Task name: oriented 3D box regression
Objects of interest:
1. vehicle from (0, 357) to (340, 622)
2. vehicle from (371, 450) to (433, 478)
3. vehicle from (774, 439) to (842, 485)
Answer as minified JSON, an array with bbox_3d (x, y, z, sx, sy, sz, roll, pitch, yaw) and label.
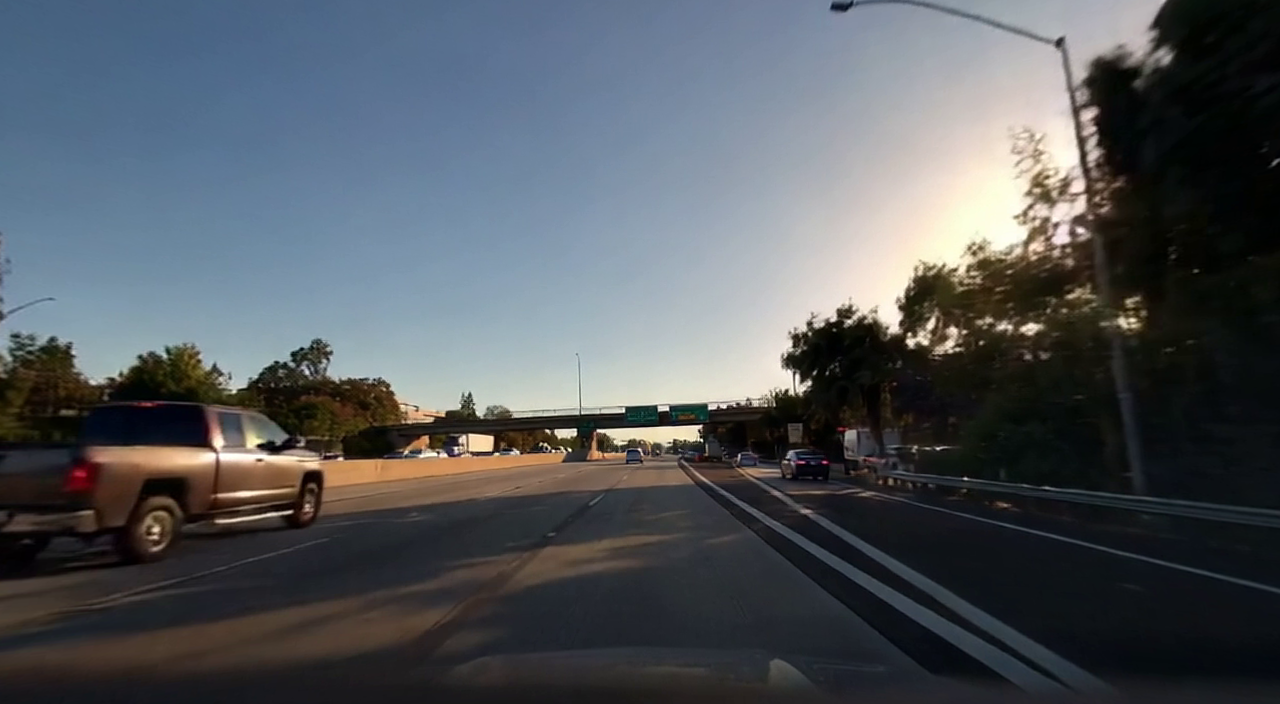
[{"bbox_3d":[-6.513,1.605,8.408,2.264,2.379,5.248,0,-8,1],"label":"vehicle"},{"bbox_3d":[-15.388,7.234,41.059,2.113,1.640,4.337,0,-8,3],"label":"vehicle"},{"bbox_3d":[7.552,4.961,28.838,2.146,1.929,4.388,0,-8,4],"label":"vehicle"}]
